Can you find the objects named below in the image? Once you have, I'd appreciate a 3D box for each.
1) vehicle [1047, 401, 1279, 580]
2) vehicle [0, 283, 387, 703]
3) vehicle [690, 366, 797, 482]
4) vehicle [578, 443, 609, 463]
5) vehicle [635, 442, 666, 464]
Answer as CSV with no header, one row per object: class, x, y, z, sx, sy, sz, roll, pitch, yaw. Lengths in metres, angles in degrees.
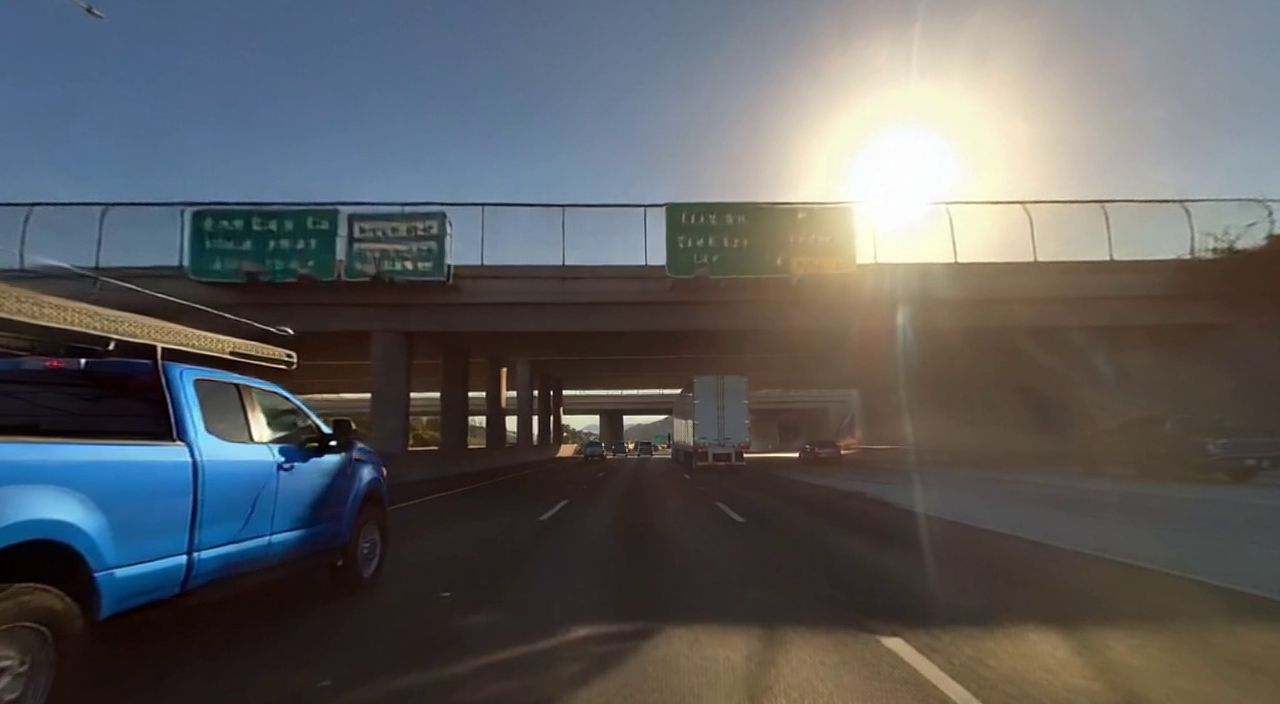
vehicle,7.134,1.480,7.103,1.999,1.700,4.640,0,-8,1
vehicle,-4.160,0.863,3.717,2.599,2.054,6.288,0,-8,1
vehicle,4.116,3.443,28.538,2.885,4.036,12.891,0,-8,1
vehicle,-3.453,7.648,47.842,2.077,1.446,4.106,0,-8,0
vehicle,0.735,7.208,45.127,2.092,1.446,4.092,0,-8,1
